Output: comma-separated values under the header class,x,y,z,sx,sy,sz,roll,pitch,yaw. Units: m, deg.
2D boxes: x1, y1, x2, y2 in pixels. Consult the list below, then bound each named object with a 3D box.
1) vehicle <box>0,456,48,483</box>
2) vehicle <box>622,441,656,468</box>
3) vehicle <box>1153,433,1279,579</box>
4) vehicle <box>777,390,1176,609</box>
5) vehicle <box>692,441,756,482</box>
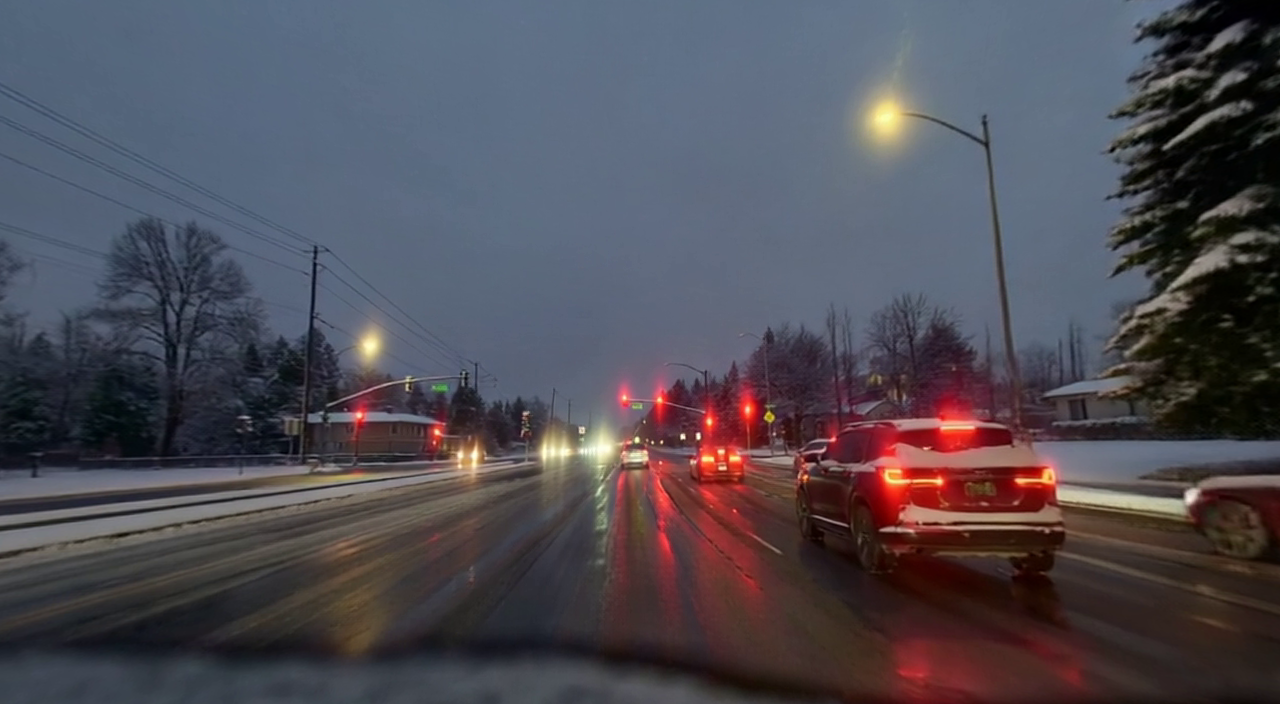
class,x,y,z,sx,sy,sz,roll,pitch,yaw
vehicle,-38.278,7.112,38.390,4.260,1.501,1.892,-5,-10,30
vehicle,-0.084,6.848,42.207,2.146,1.685,4.003,0,-9,-1
vehicle,7.314,1.383,5.325,2.010,1.421,4.586,0,-9,-1
vehicle,3.233,1.538,7.471,2.129,1.761,4.610,0,-9,0
vehicle,3.167,4.248,24.635,1.889,1.451,4.180,0,-9,0
